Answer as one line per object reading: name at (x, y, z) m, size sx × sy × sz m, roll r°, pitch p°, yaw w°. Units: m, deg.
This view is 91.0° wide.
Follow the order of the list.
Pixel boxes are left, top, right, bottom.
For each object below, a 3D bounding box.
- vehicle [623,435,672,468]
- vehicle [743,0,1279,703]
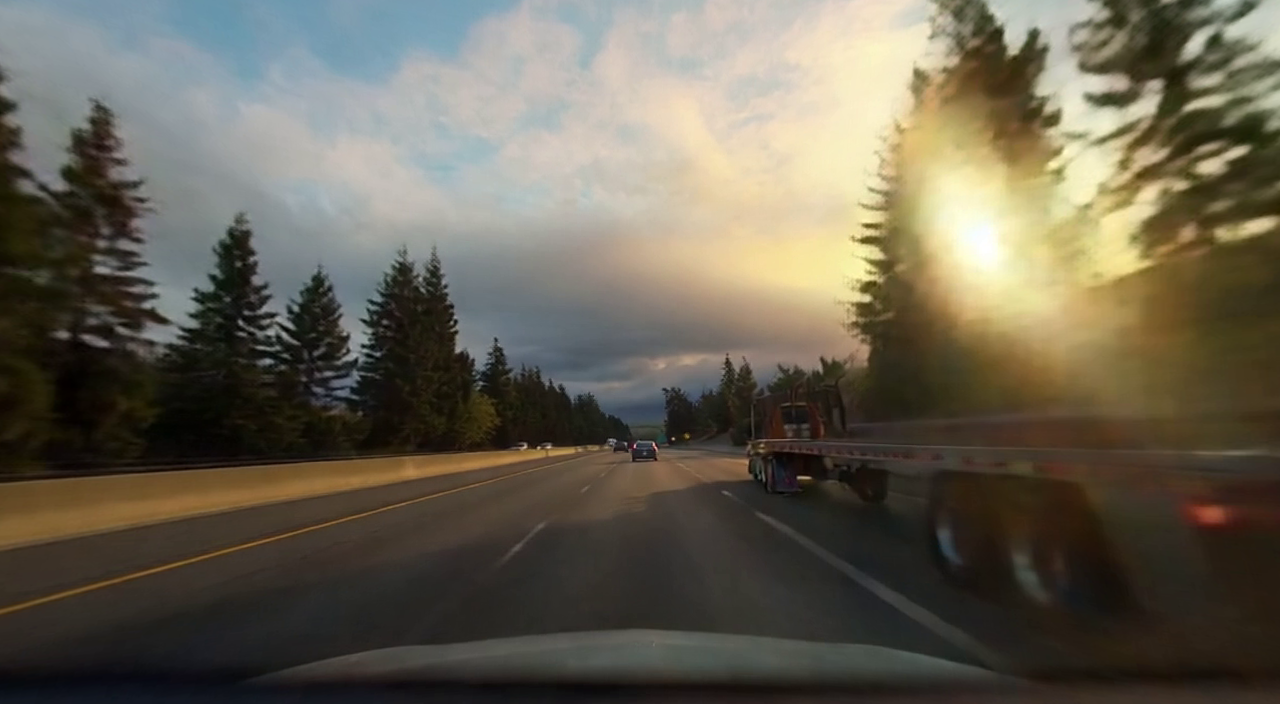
vehicle at (0.438, 5.084, 32.379) m, size 2.139 × 1.607 × 4.034 m, roll -1°, pitch -8°, yaw 6°
vehicle at (4.141, 0.517, 8.856) m, size 3.005 × 4.131 × 14.221 m, roll 0°, pitch -8°, yaw 0°
